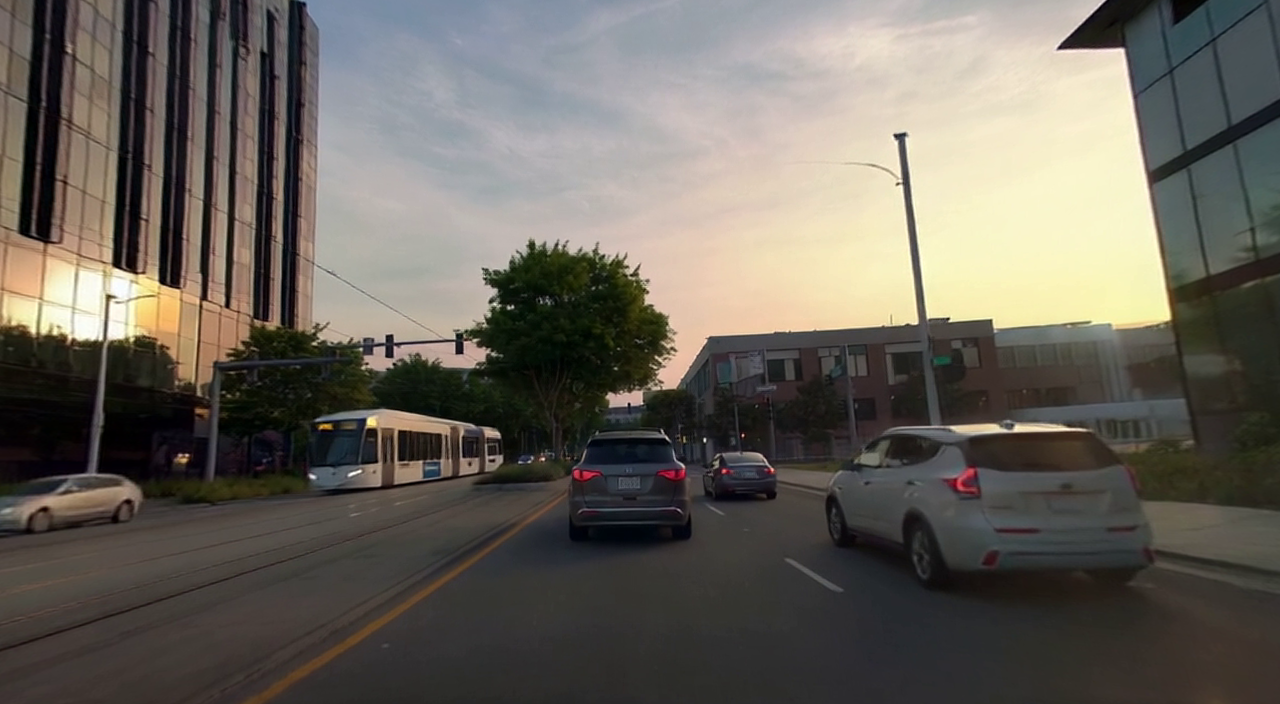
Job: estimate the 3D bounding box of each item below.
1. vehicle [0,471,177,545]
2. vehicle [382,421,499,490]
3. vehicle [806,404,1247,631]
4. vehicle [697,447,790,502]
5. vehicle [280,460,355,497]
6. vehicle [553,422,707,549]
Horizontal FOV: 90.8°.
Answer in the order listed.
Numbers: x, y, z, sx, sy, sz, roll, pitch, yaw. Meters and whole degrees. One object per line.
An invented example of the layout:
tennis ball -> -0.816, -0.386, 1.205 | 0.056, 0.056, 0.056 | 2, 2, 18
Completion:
vehicle -> -14.898, 3.927, 16.479 | 2.077, 1.458, 4.718 | 0, -9, 0
vehicle -> -10.926, 5.834, 36.162 | 3.053, 3.359, 10.539 | 0, -9, 1
vehicle -> 3.578, 1.612, 7.218 | 2.029, 1.717, 4.624 | 0, -9, -1
vehicle -> 3.064, 3.720, 19.669 | 1.993, 1.480, 4.324 | 0, -9, -2
vehicle -> -18.692, 7.320, 36.946 | 1.933, 1.919, 4.913 | 0, -9, -2
vehicle -> -0.210, 2.225, 11.174 | 2.178, 1.779, 4.255 | 0, -9, -2
